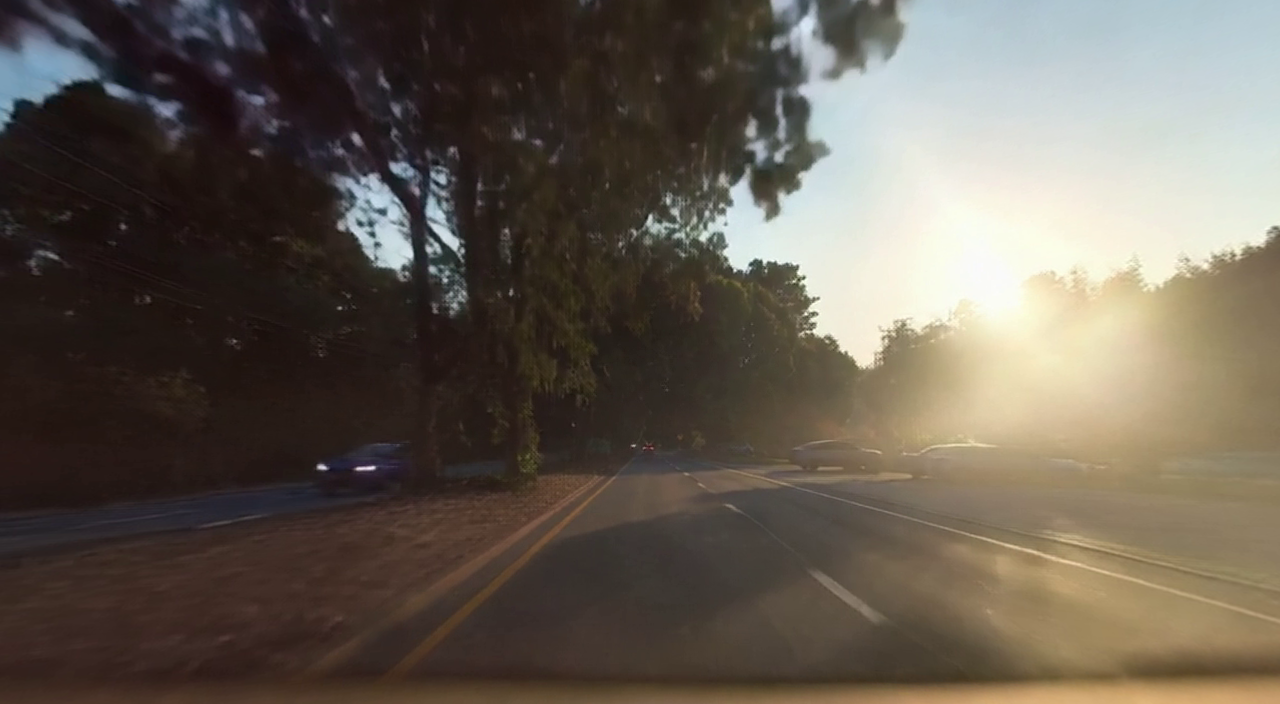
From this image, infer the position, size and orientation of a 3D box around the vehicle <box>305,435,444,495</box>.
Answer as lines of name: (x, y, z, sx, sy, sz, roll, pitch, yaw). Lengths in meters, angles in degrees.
vehicle: (-8.858, 3.799, 21.713, 2.401, 1.807, 4.960, -1, -8, 3)

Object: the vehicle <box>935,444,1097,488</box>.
vehicle: (13.066, 3.975, 22.129, 4.438, 1.444, 1.900, 0, -8, 1)

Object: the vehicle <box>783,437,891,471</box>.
vehicle: (10.657, 5.551, 34.334, 5.118, 1.701, 2.175, 0, -8, -2)
